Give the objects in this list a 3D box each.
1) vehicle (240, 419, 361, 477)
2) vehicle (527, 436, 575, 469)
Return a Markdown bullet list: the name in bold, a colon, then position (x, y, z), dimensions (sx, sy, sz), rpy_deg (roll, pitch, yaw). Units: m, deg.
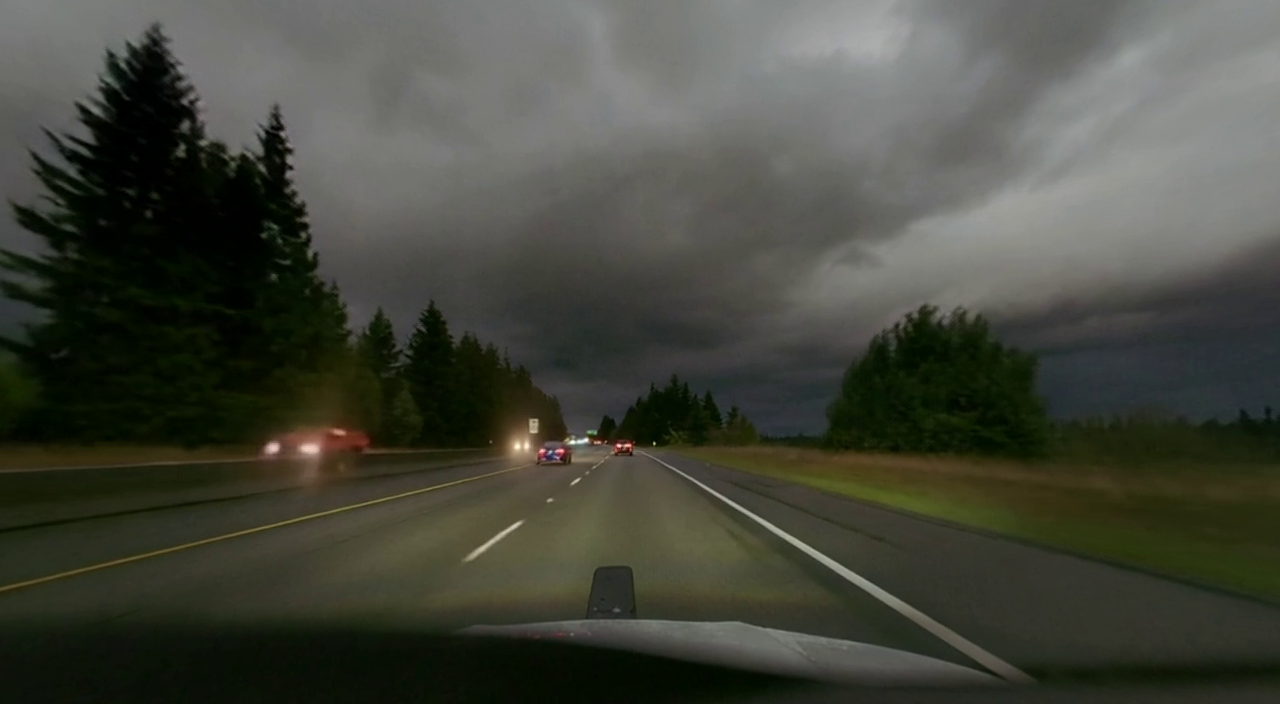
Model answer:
- **vehicle**: position (-14.243, 4.064, 26.850), dimensions (2.491, 2.189, 4.822), rpy_deg (0, -8, 0)
- **vehicle**: position (-4.828, 5.511, 34.764), dimensions (2.111, 1.645, 4.382), rpy_deg (0, -8, -1)
